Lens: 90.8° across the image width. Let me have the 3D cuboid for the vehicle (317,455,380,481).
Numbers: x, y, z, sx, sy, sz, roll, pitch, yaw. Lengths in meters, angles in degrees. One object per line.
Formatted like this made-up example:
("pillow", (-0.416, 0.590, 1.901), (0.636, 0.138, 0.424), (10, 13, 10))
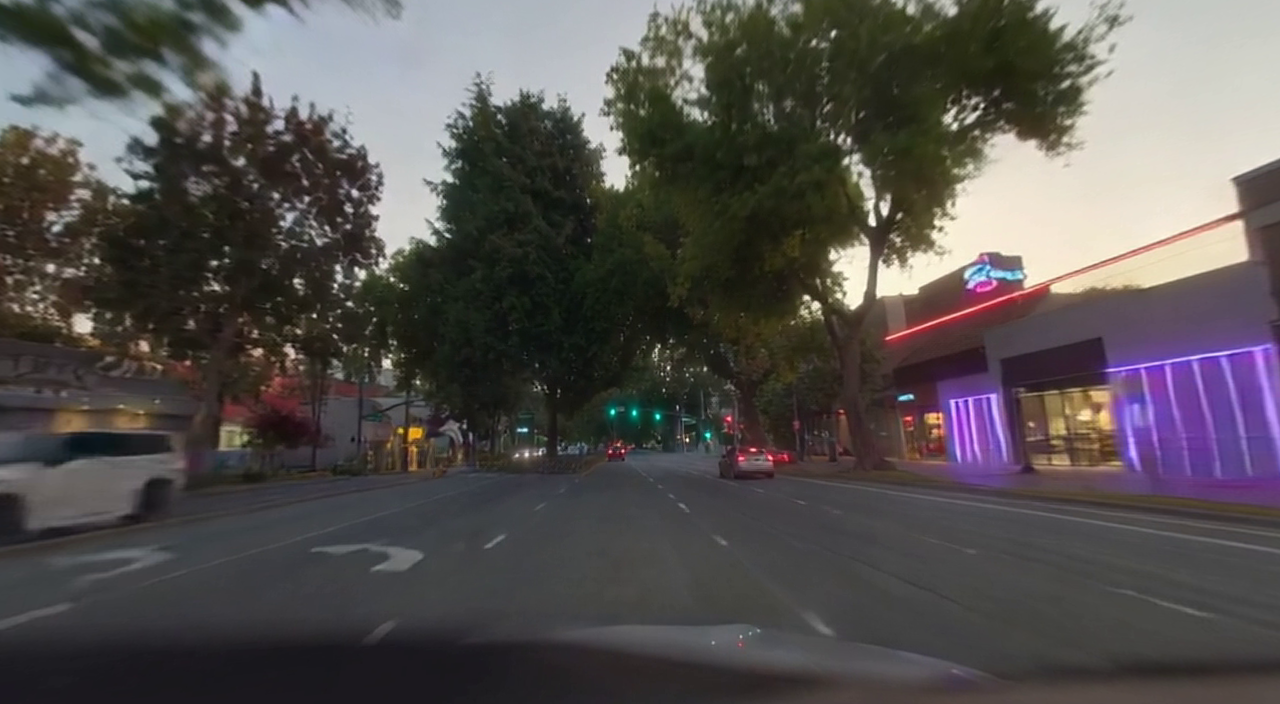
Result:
("vehicle", (-17.874, 7.101, 38.918), (1.931, 1.480, 4.396), (0, -9, -3))

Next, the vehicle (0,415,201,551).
("vehicle", (-10.628, 2.156, 10.687), (2.290, 1.989, 5.924), (0, -9, -2))

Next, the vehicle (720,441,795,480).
("vehicle", (4.800, 4.521, 26.526), (2.024, 1.475, 4.600), (0, -9, -3))
